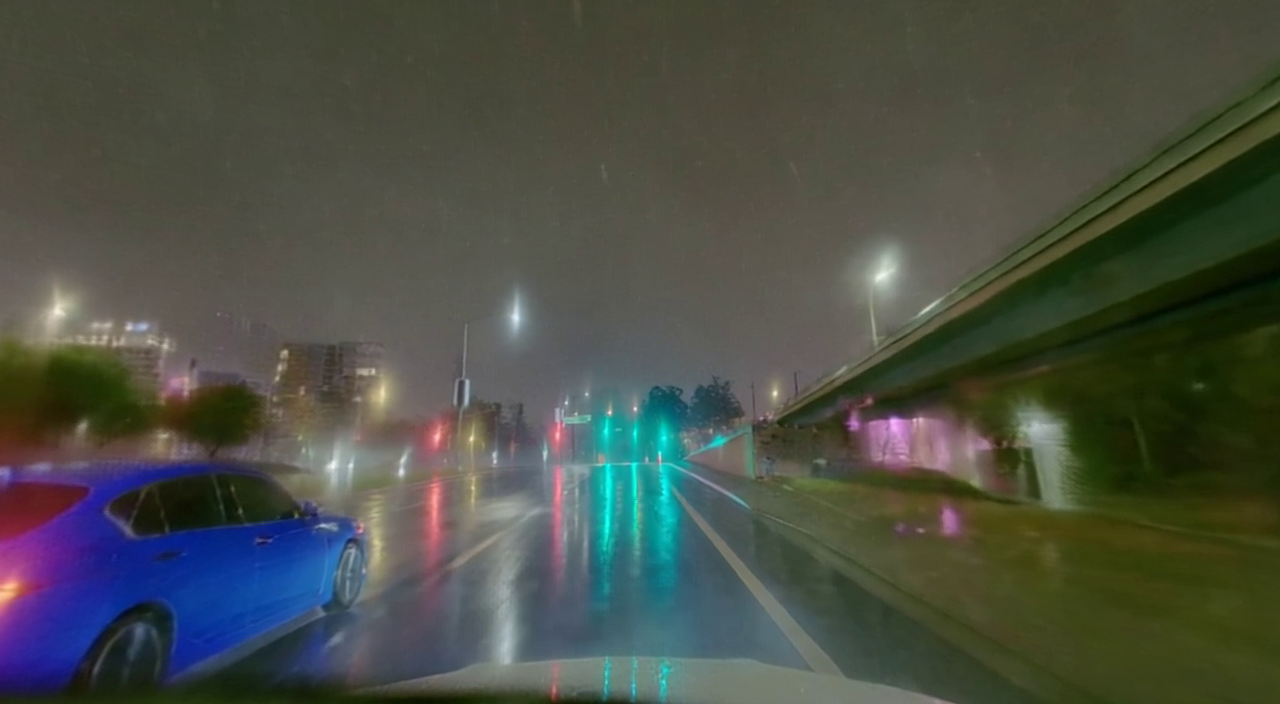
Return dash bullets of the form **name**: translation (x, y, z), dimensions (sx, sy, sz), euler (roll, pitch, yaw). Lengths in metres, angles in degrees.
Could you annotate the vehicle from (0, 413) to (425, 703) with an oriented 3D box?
- **vehicle**: translation (-3.252, 1.269, 4.351), dimensions (2.041, 1.470, 4.290), euler (0, -8, 0)
